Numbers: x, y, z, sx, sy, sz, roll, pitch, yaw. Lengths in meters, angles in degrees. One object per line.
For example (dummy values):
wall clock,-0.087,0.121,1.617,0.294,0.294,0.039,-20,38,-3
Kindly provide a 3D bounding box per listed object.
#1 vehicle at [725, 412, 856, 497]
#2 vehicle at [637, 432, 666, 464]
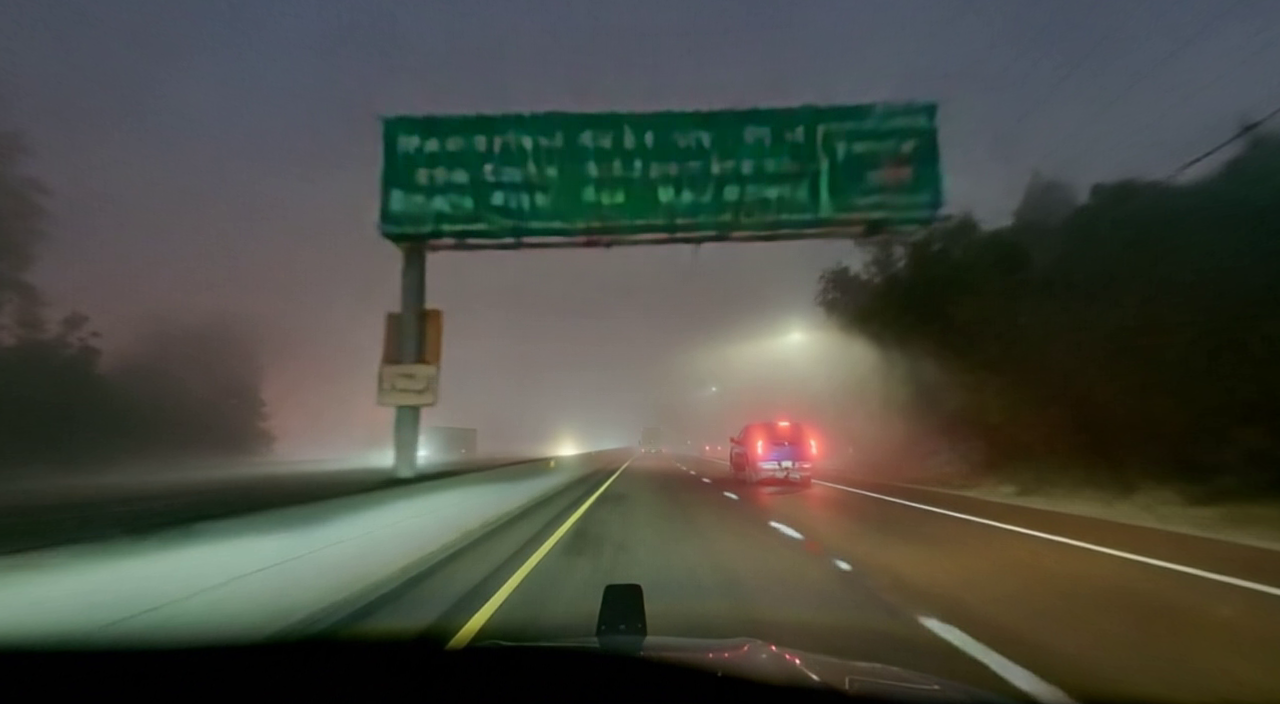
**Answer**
vehicle,4.251,3.056,19.105,2.594,2.155,5.670,-1,-8,1
vehicle,0.884,7.372,48.570,2.099,2.260,4.899,0,-8,0
